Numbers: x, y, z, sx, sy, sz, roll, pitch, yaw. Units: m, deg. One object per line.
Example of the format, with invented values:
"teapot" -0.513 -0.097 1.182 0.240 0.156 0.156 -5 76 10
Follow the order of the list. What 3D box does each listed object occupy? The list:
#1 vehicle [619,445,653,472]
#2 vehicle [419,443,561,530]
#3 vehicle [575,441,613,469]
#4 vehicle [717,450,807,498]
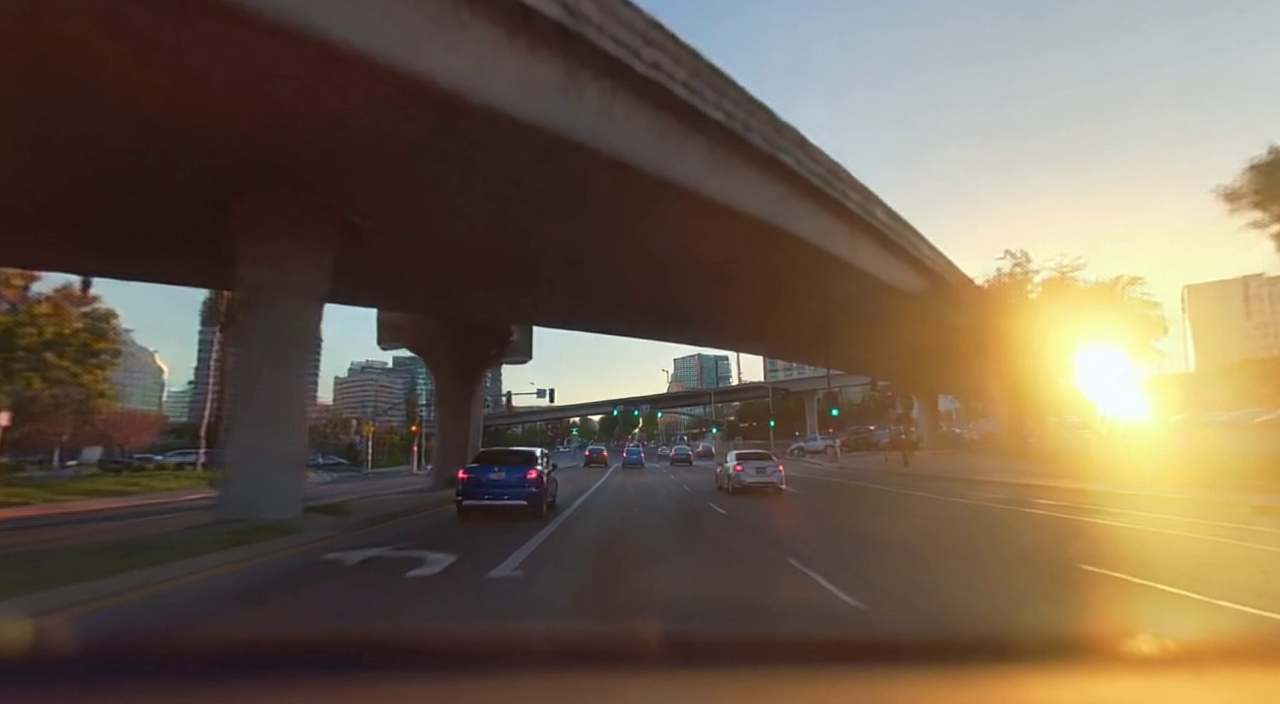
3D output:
"vehicle" -0.243 7.098 42.155 2.172 1.694 4.055 0 -8 0
"vehicle" -2.912 2.677 13.179 2.111 1.506 4.018 0 -8 -2
"vehicle" -3.475 7.875 48.284 2.485 2.012 5.498 0 -8 0
"vehicle" 3.973 4.041 21.216 2.156 1.404 4.120 0 -8 -1
